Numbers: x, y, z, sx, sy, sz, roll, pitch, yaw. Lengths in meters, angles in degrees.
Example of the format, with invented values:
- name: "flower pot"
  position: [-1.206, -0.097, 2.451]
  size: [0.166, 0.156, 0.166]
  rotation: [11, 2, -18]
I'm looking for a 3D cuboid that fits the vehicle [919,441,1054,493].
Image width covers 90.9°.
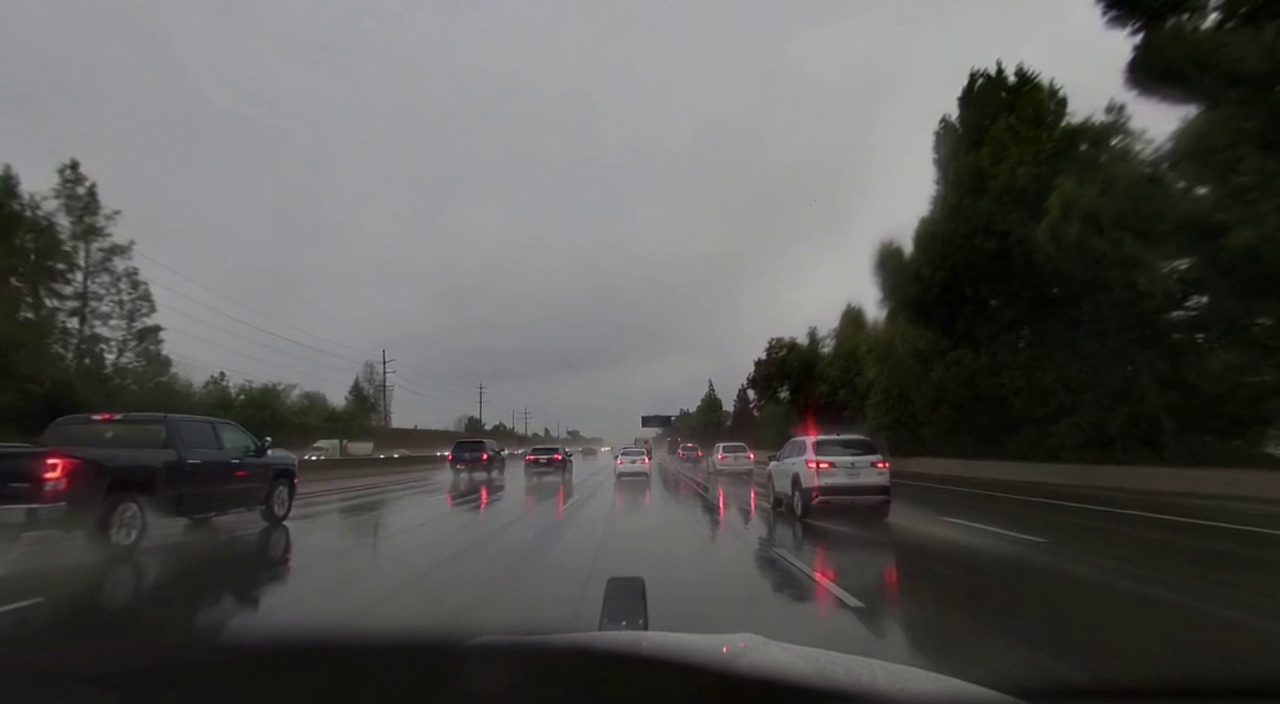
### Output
- name: "vehicle"
  position: [11.080, 3.680, 20.605]
  size: [1.816, 1.480, 4.468]
  rotation: [0, -9, 0]

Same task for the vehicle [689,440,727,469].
- name: "vehicle"
  position: [4.517, 6.912, 42.682]
  size: [2.195, 1.778, 4.455]
  rotation: [0, -9, 1]

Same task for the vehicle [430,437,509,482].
- name: "vehicle"
  position: [-6.912, 4.399, 26.078]
  size: [1.978, 1.680, 4.263]
  rotation: [0, -9, 1]

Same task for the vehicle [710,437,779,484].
- name: "vehicle"
  position: [4.067, 4.291, 25.282]
  size: [2.002, 1.691, 4.290]
  rotation: [0, -9, 0]

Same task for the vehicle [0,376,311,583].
- name: "vehicle"
  position: [-7.119, 1.573, 8.399]
  size: [2.269, 1.936, 5.777]
  rotation: [0, -9, 1]

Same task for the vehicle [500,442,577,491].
- name: "vehicle"
  position: [-3.347, 3.871, 21.717]
  size: [1.904, 1.479, 4.274]
  rotation: [0, -9, 1]

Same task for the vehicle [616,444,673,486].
- name: "vehicle"
  position: [0.167, 4.233, 23.989]
  size: [1.966, 1.444, 3.986]
  rotation: [0, -9, 1]

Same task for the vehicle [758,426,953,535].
- name: "vehicle"
  position: [3.626, 2.245, 11.623]
  size: [2.051, 1.595, 4.301]
  rotation: [0, -9, 0]
